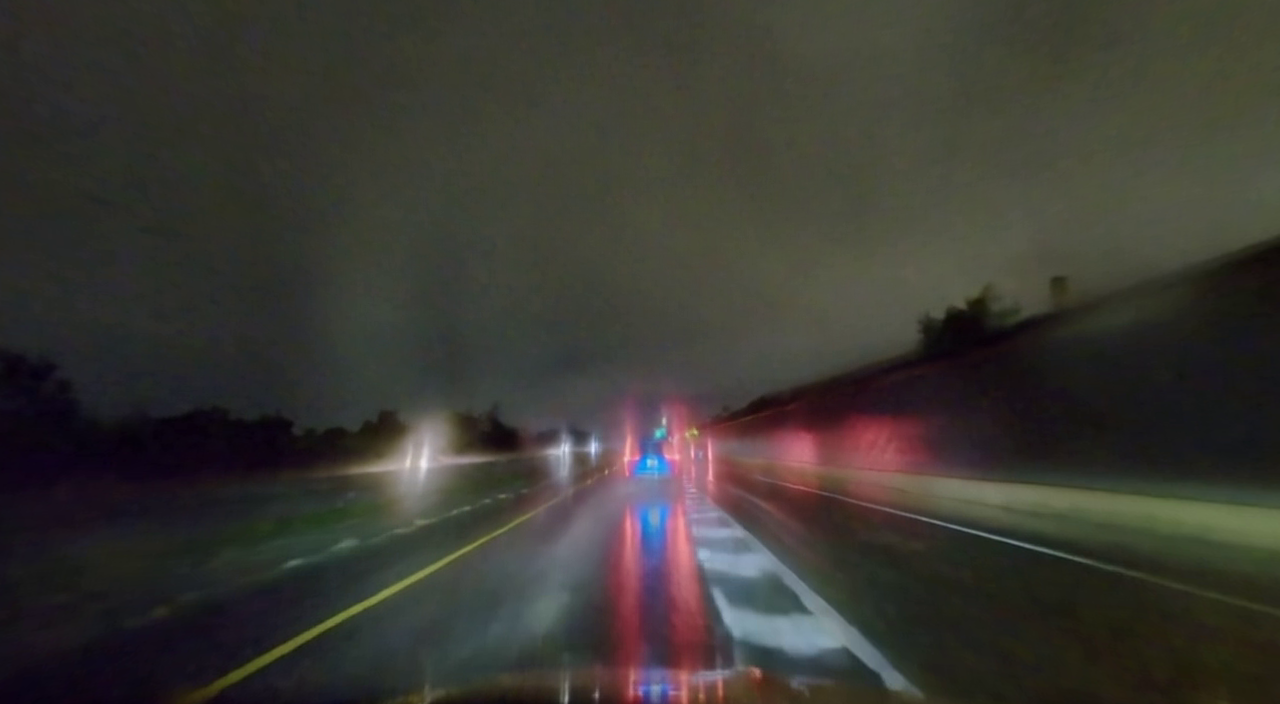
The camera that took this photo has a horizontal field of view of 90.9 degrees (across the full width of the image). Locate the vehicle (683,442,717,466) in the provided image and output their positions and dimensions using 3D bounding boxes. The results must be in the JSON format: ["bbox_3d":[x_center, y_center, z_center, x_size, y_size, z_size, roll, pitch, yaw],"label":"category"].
[{"bbox_3d":[4.311,7.341,45.705,2.073,1.621,3.993,-1,-9,0],"label":"vehicle"}]

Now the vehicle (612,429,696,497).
[{"bbox_3d":[0.426,3.204,18.538,2.143,1.693,4.513,-1,-9,2],"label":"vehicle"}]
